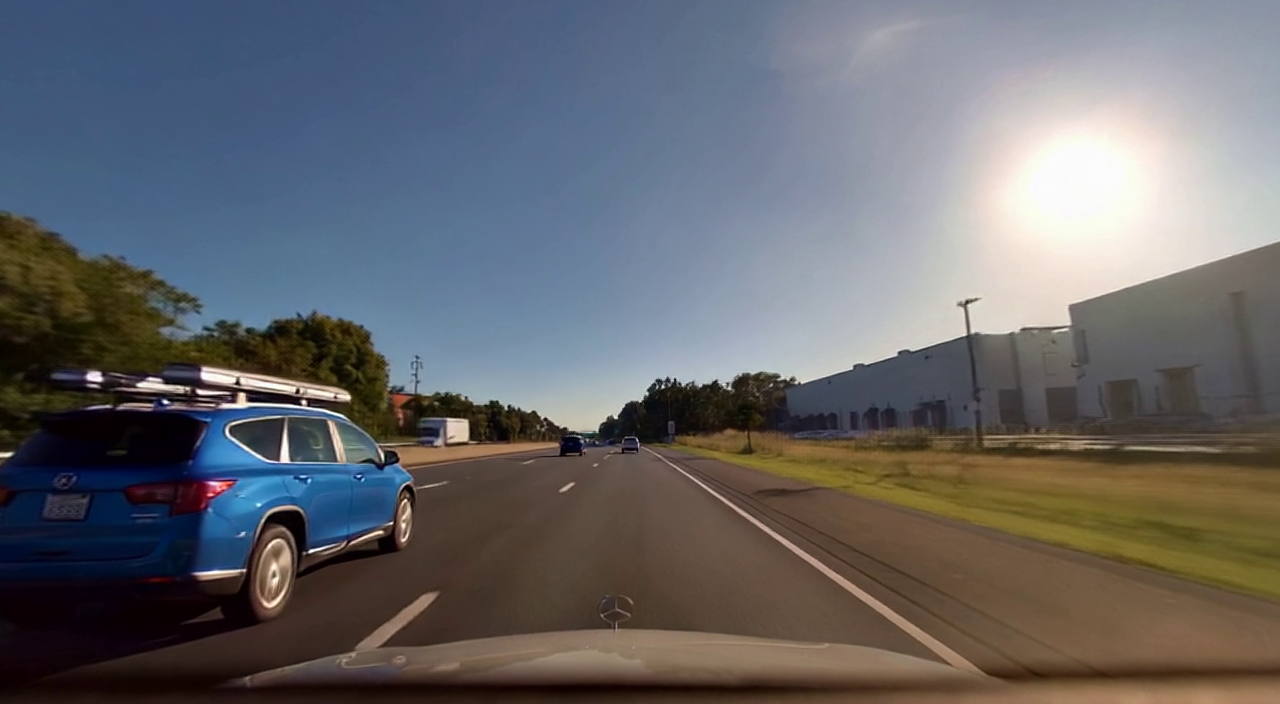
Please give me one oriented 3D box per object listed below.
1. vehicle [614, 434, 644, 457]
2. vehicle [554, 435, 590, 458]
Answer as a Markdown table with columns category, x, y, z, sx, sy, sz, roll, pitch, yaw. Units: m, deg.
| category | x | y | z | sx | sy | sz | roll | pitch | yaw |
| --- | --- | --- | --- | --- | --- | --- | --- | --- | --- |
| vehicle | -0.790 | 6.987 | 47.165 | 2.151 | 1.618 | 3.898 | 0 | -8 | -1 |
| vehicle | -4.959 | 6.933 | 46.528 | 2.189 | 1.580 | 4.607 | 0 | -8 | -1 |
